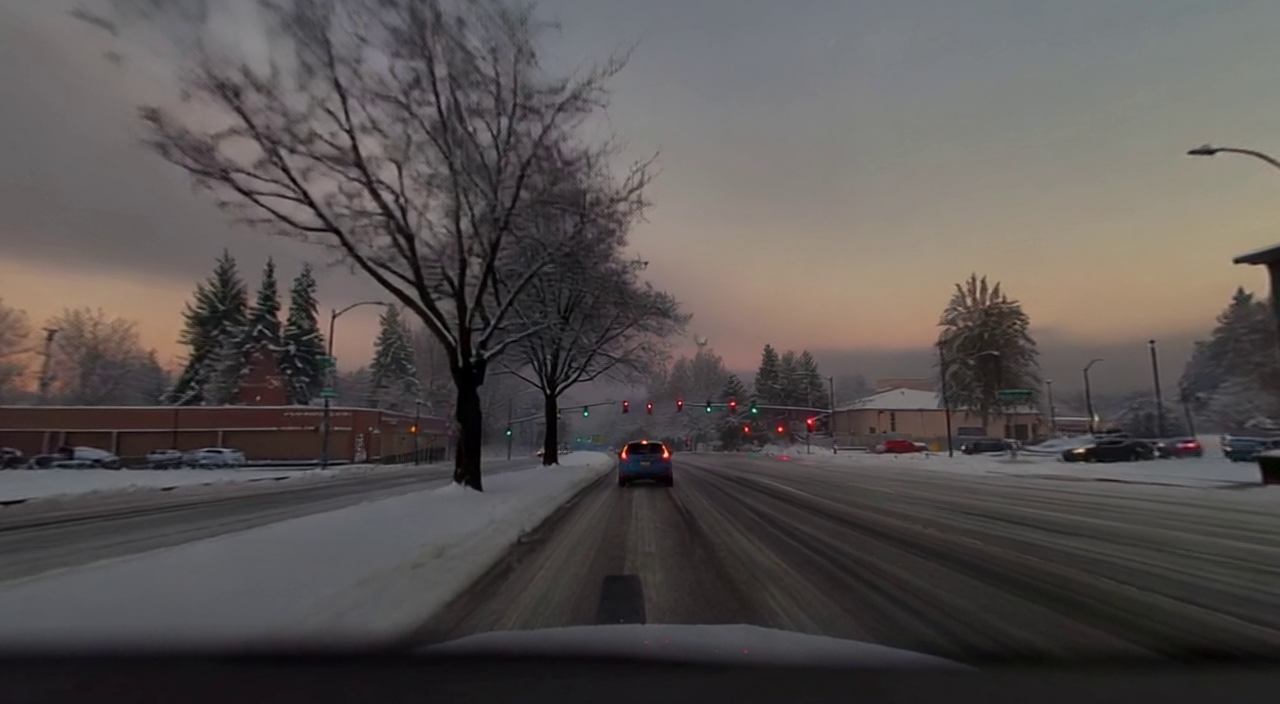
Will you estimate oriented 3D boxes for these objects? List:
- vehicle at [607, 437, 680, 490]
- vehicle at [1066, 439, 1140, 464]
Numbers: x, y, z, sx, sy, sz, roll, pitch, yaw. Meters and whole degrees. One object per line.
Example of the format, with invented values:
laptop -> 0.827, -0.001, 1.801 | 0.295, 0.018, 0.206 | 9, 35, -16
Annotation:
vehicle -> 0.089, 3.476, 19.968 | 2.064, 1.477, 3.968 | 0, -9, 0
vehicle -> 32.123, 6.896, 43.991 | 1.873, 1.588, 4.133 | -2, -8, -1
